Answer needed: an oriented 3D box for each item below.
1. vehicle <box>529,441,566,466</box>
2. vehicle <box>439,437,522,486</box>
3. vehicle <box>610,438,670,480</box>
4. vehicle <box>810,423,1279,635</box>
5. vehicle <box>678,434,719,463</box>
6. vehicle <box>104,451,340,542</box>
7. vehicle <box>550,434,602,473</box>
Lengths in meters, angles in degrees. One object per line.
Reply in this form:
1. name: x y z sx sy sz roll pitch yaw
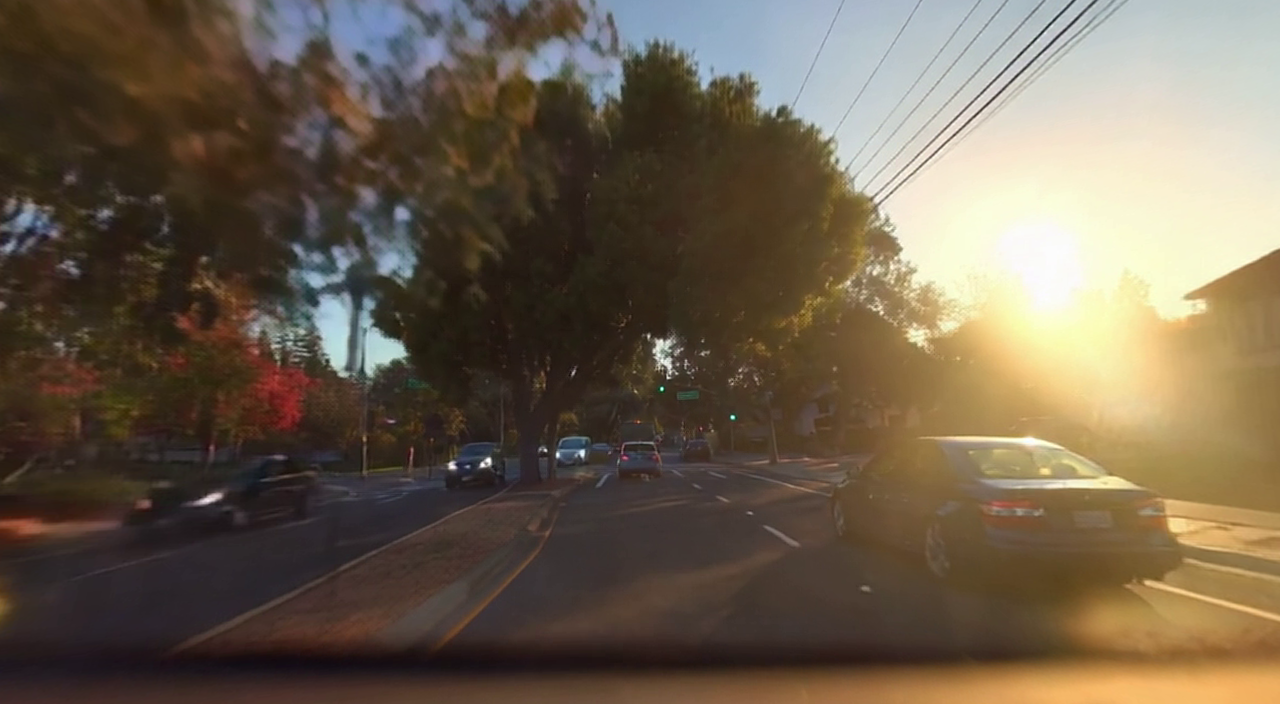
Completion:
1. vehicle: -6.431 7.117 44.405 2.051 1.663 4.031 0 -8 0
2. vehicle: -6.306 4.362 25.596 2.146 1.768 4.664 0 -8 0
3. vehicle: -0.012 4.082 24.498 2.114 1.483 4.207 0 -8 -1
4. vehicle: 3.414 1.537 6.625 1.973 1.447 4.402 0 -8 -1
5. vehicle: 3.938 6.589 43.251 2.187 1.847 4.553 0 -8 -2
6. vehicle: -8.193 2.817 13.048 1.938 1.461 4.493 0 -8 -2
7. vehicle: -3.066 4.977 31.338 2.083 1.741 5.530 0 -8 -1
